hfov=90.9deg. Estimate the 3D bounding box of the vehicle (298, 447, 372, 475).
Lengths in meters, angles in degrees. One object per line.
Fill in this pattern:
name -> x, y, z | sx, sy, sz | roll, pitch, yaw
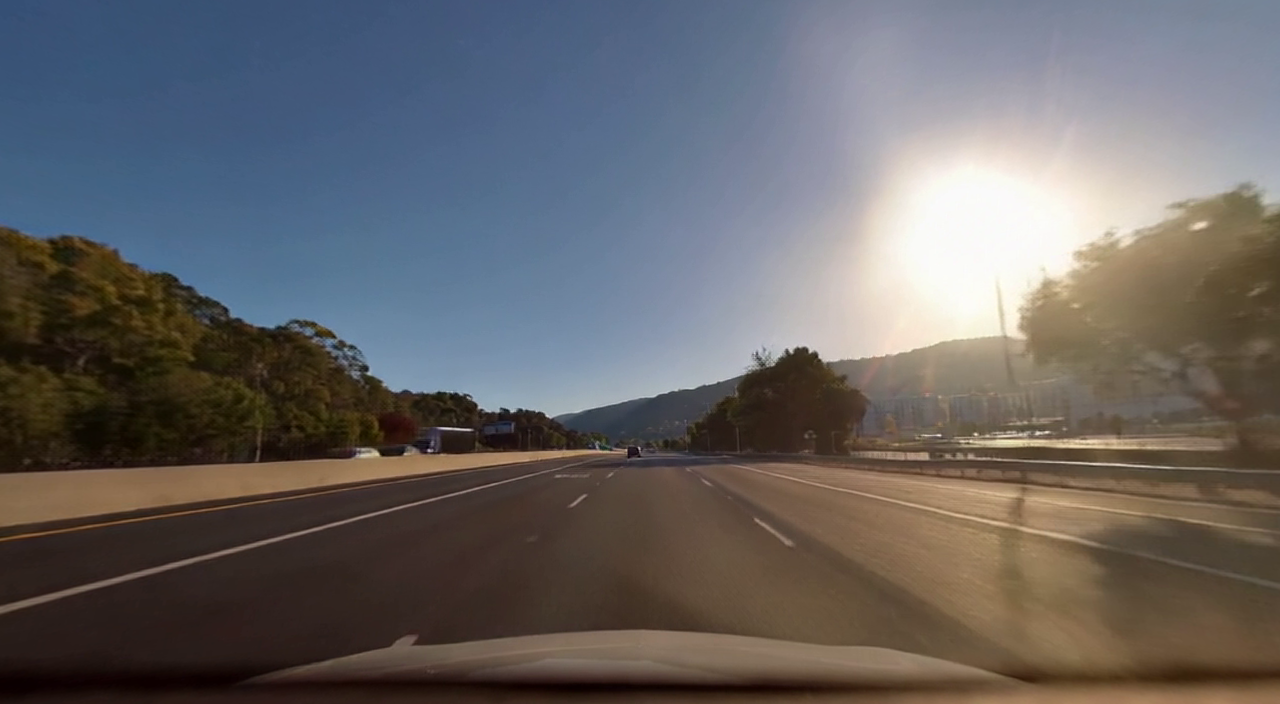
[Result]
vehicle -> -18.054, 6.457, 37.616 | 2.033, 1.537, 4.607 | 0, -8, 1
